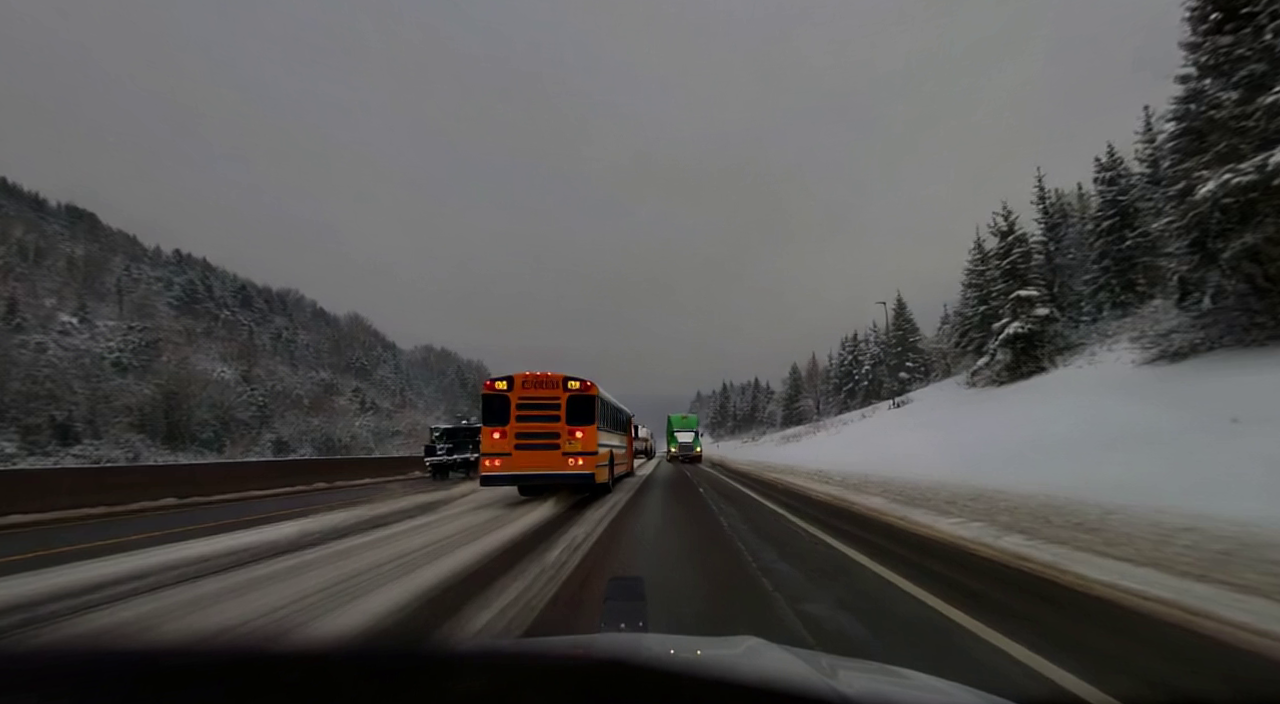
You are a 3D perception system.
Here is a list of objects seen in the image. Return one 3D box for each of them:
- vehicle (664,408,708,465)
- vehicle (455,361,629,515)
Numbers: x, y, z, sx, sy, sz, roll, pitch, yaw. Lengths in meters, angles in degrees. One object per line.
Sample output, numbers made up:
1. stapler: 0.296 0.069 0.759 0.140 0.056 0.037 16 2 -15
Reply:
1. vehicle: 3.160 6.057 44.750 2.716 3.705 7.018 0 -9 1
2. vehicle: -2.169 2.576 18.714 2.948 3.265 10.569 0 -8 3
